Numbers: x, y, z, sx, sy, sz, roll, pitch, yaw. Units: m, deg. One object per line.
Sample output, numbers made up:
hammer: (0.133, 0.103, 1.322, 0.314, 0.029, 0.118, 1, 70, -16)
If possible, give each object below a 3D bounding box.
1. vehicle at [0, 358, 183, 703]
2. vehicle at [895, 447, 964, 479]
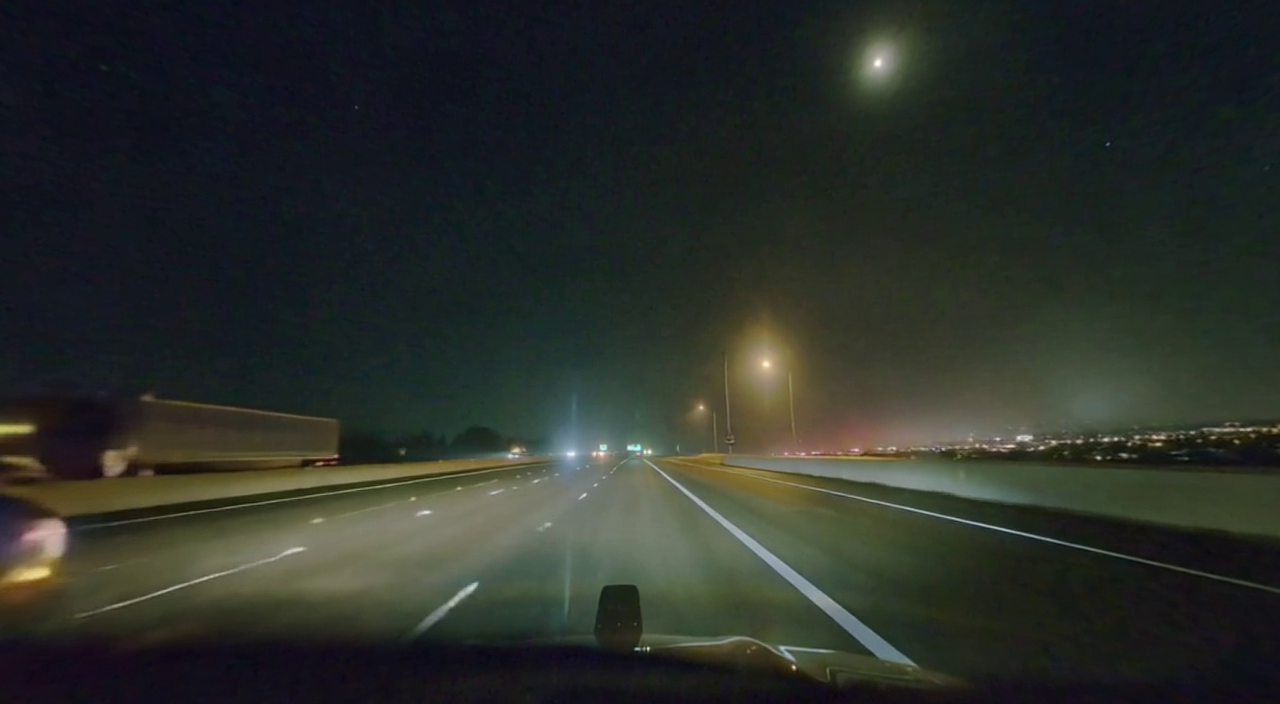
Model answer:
vehicle: (-3.720, 0.696, 1.318, 2.152, 1.717, 4.423, 0, -9, 0)
vehicle: (15.468, 5.920, 33.762, 1.834, 1.555, 3.751, 0, -9, -1)
